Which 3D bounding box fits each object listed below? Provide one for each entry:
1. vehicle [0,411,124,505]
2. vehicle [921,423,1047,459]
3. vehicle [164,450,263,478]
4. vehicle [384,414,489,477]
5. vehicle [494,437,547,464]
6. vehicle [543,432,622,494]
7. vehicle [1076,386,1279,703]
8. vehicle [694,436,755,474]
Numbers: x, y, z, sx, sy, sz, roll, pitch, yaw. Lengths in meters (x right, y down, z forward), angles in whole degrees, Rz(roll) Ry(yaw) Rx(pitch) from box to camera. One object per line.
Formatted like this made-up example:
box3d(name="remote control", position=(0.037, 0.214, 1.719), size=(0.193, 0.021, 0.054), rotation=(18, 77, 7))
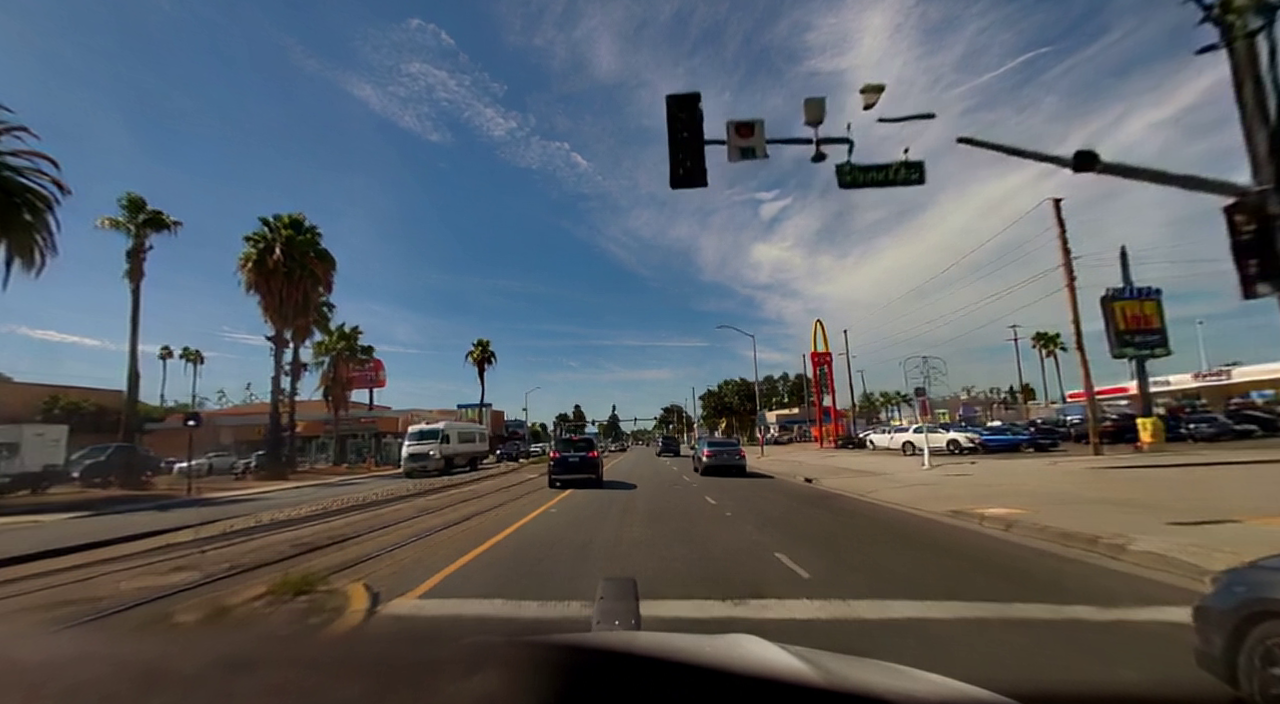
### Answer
box3d(name="vehicle", position=(-24.019, 3.929, 23.340), size=(2.791, 3.271, 7.924), rotation=(-1, -9, 3))
box3d(name="vehicle", position=(14.627, 3.827, 27.031), size=(4.293, 1.438, 1.773), rotation=(-1, -9, 1))
box3d(name="vehicle", position=(-30.067, 7.911, 44.672), size=(5.349, 1.859, 2.259), rotation=(-1, -10, 0))
box3d(name="vehicle", position=(-10.814, 5.093, 34.677), size=(2.662, 2.995, 8.344), rotation=(0, -8, 2))
box3d(name="vehicle", position=(-8.696, 7.254, 46.387), size=(2.169, 1.853, 4.853), rotation=(-2, -9, 10))
box3d(name="vehicle", position=(-1.659, 3.181, 18.338), size=(2.021, 1.550, 4.090), rotation=(0, -9, -5))
box3d(name="vehicle", position=(3.448, 0.699, 1.359), size=(1.987, 1.474, 4.198), rotation=(-1, -9, 0))
box3d(name="vehicle", position=(3.458, 4.307, 26.564), size=(1.889, 1.448, 4.262), rotation=(0, -9, -1))
